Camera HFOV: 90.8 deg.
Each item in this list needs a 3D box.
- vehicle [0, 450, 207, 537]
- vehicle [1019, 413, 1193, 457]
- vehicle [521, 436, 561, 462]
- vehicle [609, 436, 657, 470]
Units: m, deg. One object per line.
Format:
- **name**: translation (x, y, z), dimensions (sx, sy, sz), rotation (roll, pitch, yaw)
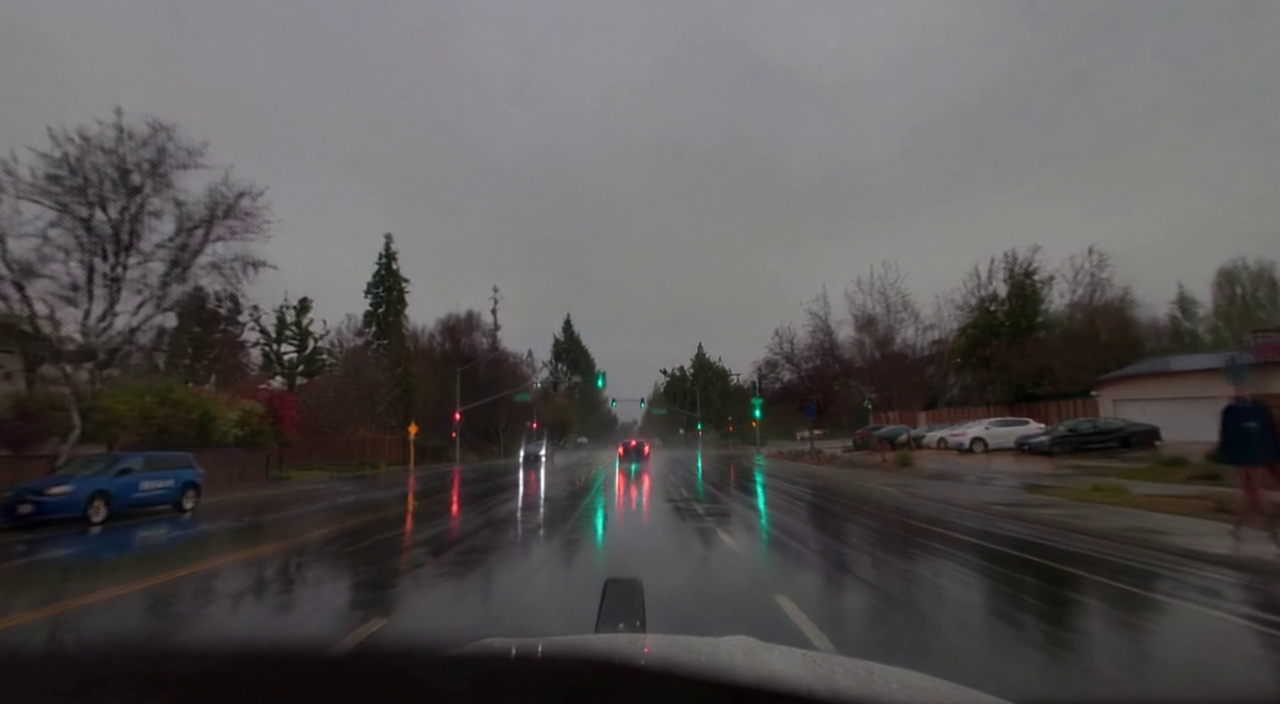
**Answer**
- **vehicle**: translation (-12.980, 3.245, 15.201), dimensions (1.957, 1.754, 4.393), rotation (0, -9, 0)
- **vehicle**: translation (16.681, 3.003, 22.823), dimensions (4.658, 1.495, 1.978), rotation (0, -9, 1)
- **vehicle**: translation (-7.026, 6.981, 45.372), dimensions (2.117, 1.756, 4.375), rotation (0, -9, 0)
- **vehicle**: translation (-0.300, 4.689, 29.498), dimensions (2.104, 1.462, 3.991), rotation (0, -9, 0)
